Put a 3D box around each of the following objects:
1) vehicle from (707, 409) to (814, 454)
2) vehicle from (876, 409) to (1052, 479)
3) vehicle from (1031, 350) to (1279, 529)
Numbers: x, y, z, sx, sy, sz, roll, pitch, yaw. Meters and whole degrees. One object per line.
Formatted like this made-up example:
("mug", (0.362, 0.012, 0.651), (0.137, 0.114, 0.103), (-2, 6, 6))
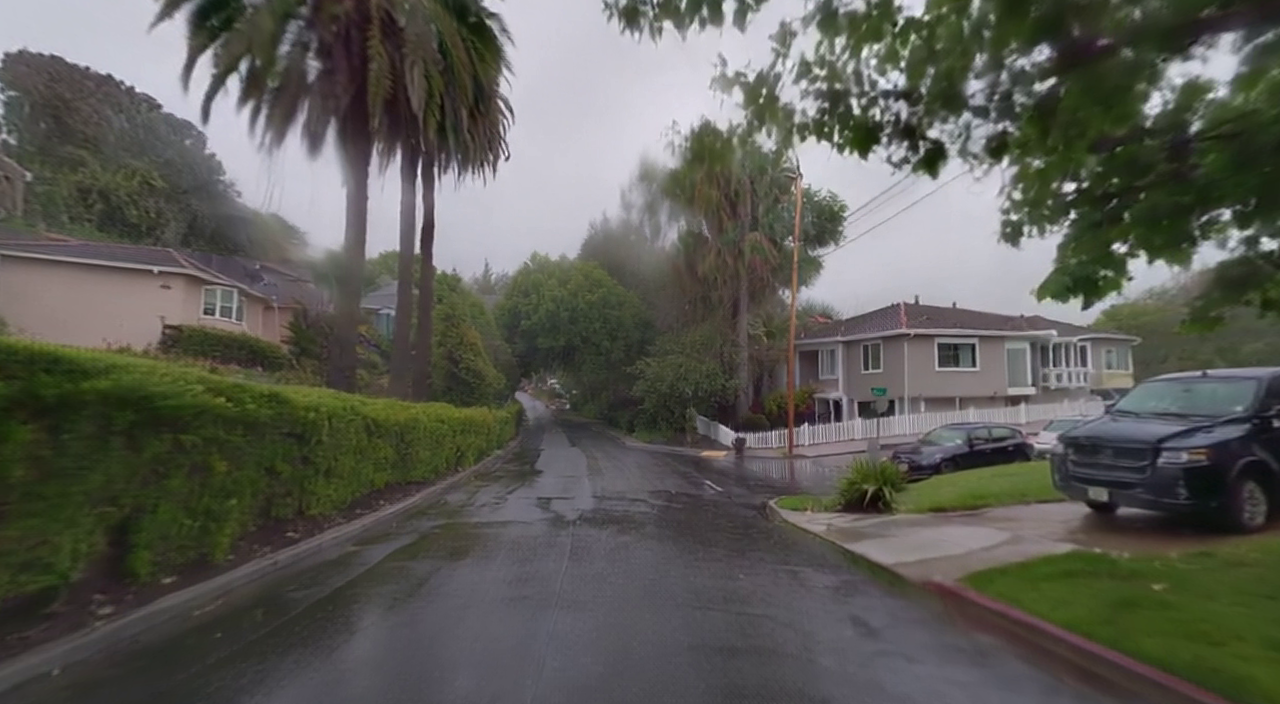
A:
("vehicle", (6.707, 4.453, 34.811), (5.663, 1.913, 2.170), (9, -13, -27))
("vehicle", (10.041, 2.856, 19.629), (4.443, 1.948, 2.230), (1, -10, -18))
("vehicle", (9.860, 1.372, 9.907), (6.615, 2.137, 2.578), (3, -9, -20))
